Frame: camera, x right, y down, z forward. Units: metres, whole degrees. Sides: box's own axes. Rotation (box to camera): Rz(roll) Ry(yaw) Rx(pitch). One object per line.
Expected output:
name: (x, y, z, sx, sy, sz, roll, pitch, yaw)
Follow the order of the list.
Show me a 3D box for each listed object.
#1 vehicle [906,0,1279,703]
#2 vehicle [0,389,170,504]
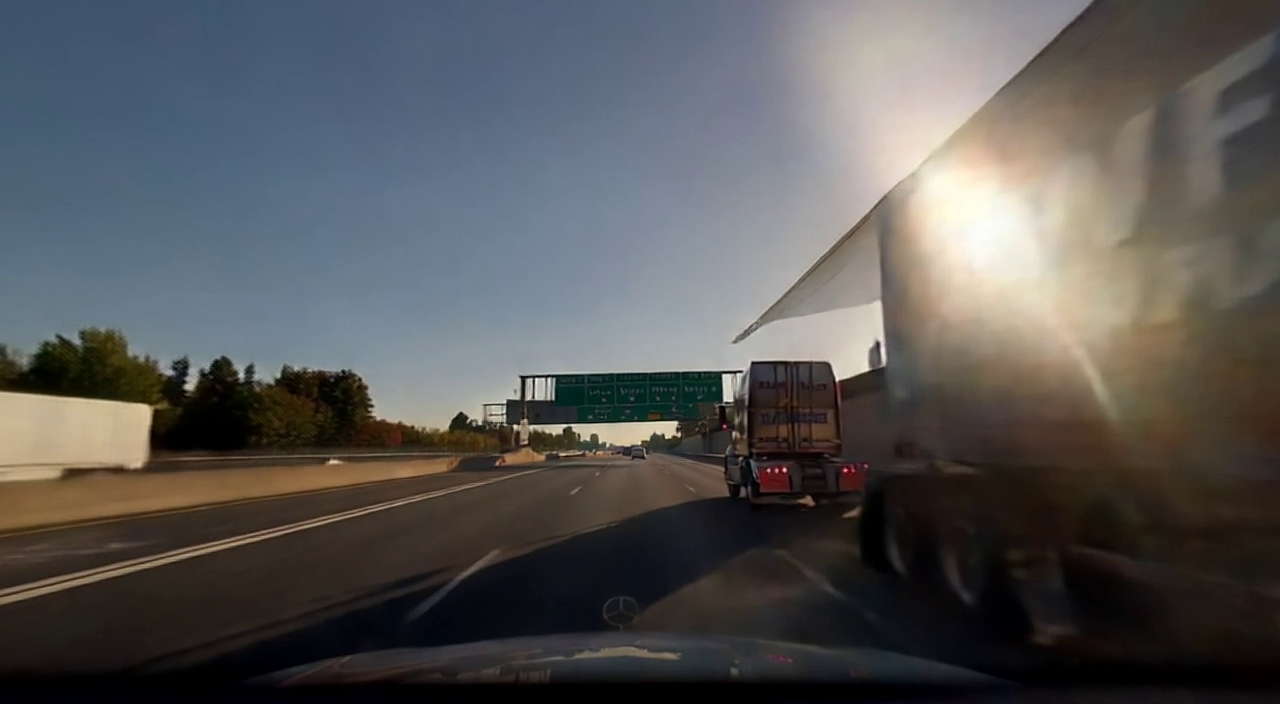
vehicle: (3.986, -0.327, 1.387, 2.869, 4.013, 8.610, 0, -9, 0)
vehicle: (-23.052, 3.278, 21.639, 2.896, 3.850, 14.049, 0, -9, -1)
